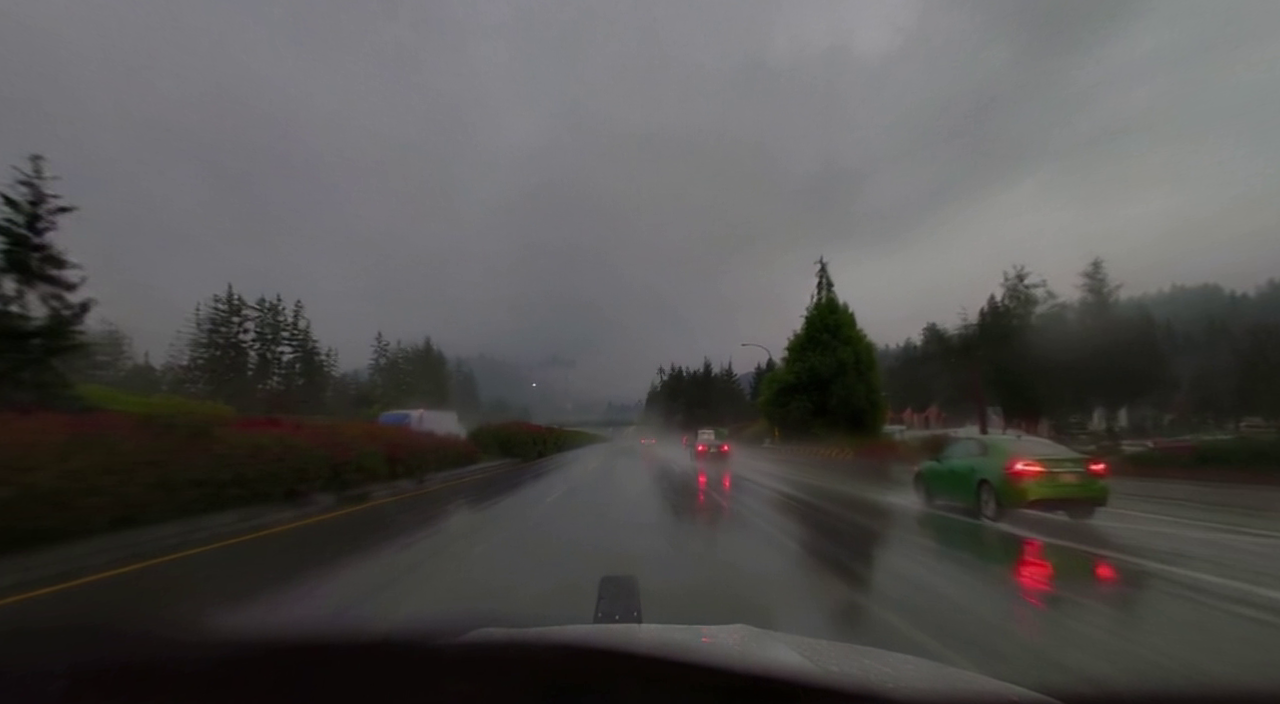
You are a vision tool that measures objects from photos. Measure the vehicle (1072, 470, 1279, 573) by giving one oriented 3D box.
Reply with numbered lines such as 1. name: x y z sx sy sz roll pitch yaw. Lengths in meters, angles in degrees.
1. vehicle: 7.181 1.996 7.857 1.535 0.862 2.814 0 -8 -2

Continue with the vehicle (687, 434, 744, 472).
1. vehicle: 3.180 4.311 27.219 1.819 1.468 3.770 0 -8 -2

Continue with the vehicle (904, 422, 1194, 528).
1. vehicle: 7.050 2.129 11.749 2.003 1.522 4.940 0 -8 -1
